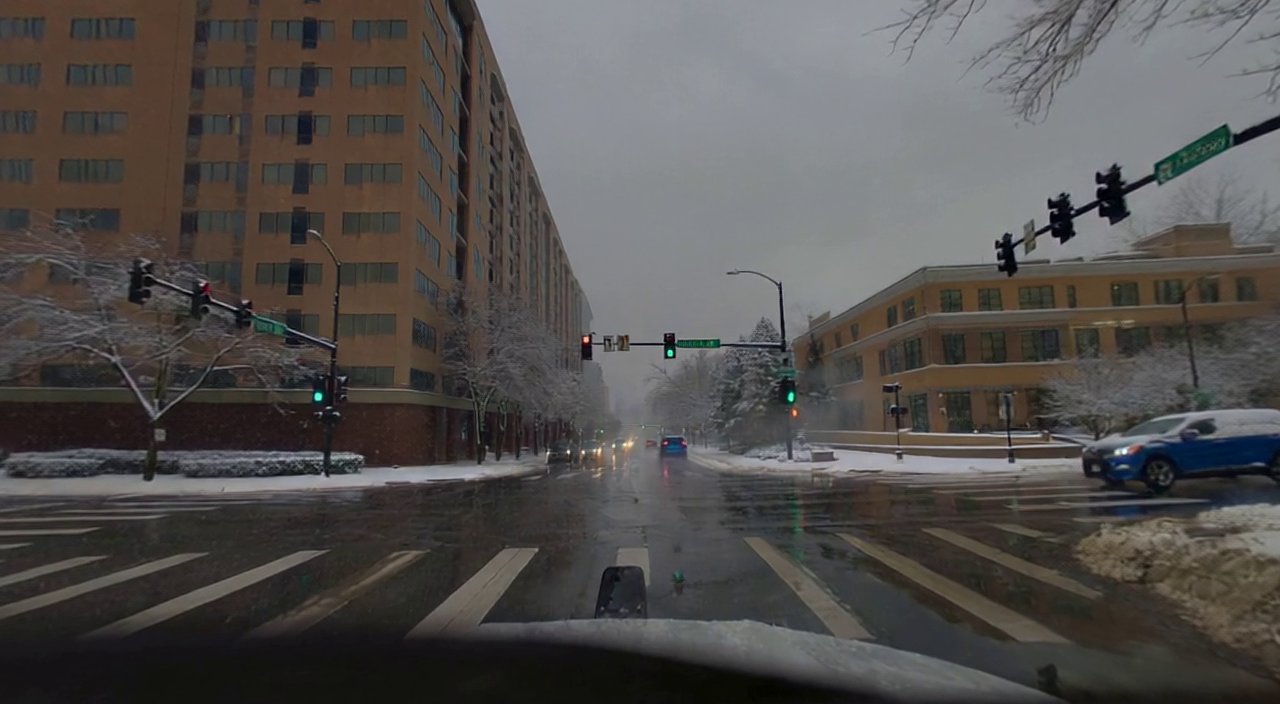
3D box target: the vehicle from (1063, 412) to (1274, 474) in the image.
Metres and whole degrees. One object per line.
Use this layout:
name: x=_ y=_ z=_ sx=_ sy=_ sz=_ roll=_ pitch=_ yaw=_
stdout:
vehicle: x=16.904 y=2.944 z=20.404 sx=4.802 sy=1.860 sz=2.146 roll=0 pitch=-8 yaw=0

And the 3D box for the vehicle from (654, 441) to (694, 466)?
vehicle: x=2.086 y=6.419 z=40.074 sx=2.039 sy=1.470 sz=4.355 roll=0 pitch=-8 yaw=-4
